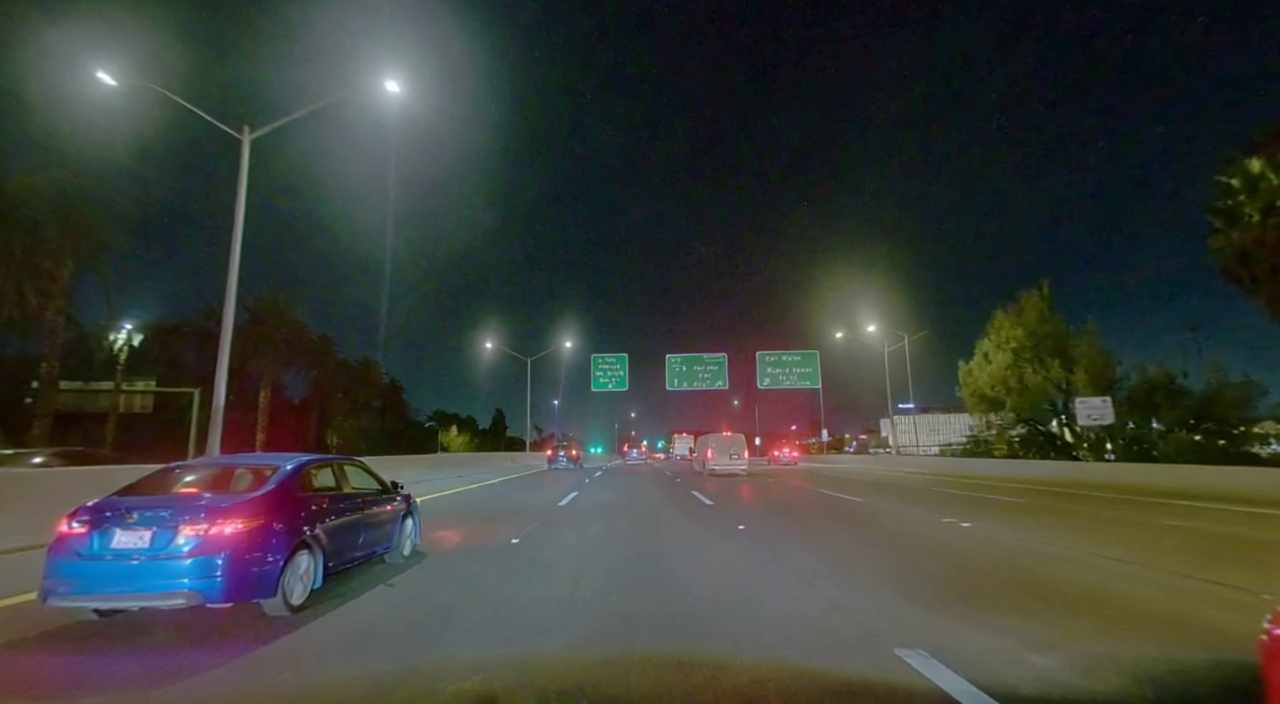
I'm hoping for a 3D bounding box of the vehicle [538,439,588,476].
[{"bbox_3d":[-4.049,5.641,33.965,2.109,1.793,4.613,0,-9,0],"label":"vehicle"}]

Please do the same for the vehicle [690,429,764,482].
[{"bbox_3d":[3.624,4.492,27.682,2.250,2.074,5.723,0,-9,-2],"label":"vehicle"}]

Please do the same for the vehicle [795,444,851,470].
[{"bbox_3d":[11.628,6.733,40.597,2.010,1.535,4.980,0,-9,-1],"label":"vehicle"}]

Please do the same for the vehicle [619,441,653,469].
[{"bbox_3d":[-0.302,7.016,43.135,2.212,1.786,4.198,0,-9,-1],"label":"vehicle"}]

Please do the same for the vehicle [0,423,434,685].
[{"bbox_3d":[-3.638,1.481,5.830,1.991,1.469,4.381,0,-9,0],"label":"vehicle"}]
